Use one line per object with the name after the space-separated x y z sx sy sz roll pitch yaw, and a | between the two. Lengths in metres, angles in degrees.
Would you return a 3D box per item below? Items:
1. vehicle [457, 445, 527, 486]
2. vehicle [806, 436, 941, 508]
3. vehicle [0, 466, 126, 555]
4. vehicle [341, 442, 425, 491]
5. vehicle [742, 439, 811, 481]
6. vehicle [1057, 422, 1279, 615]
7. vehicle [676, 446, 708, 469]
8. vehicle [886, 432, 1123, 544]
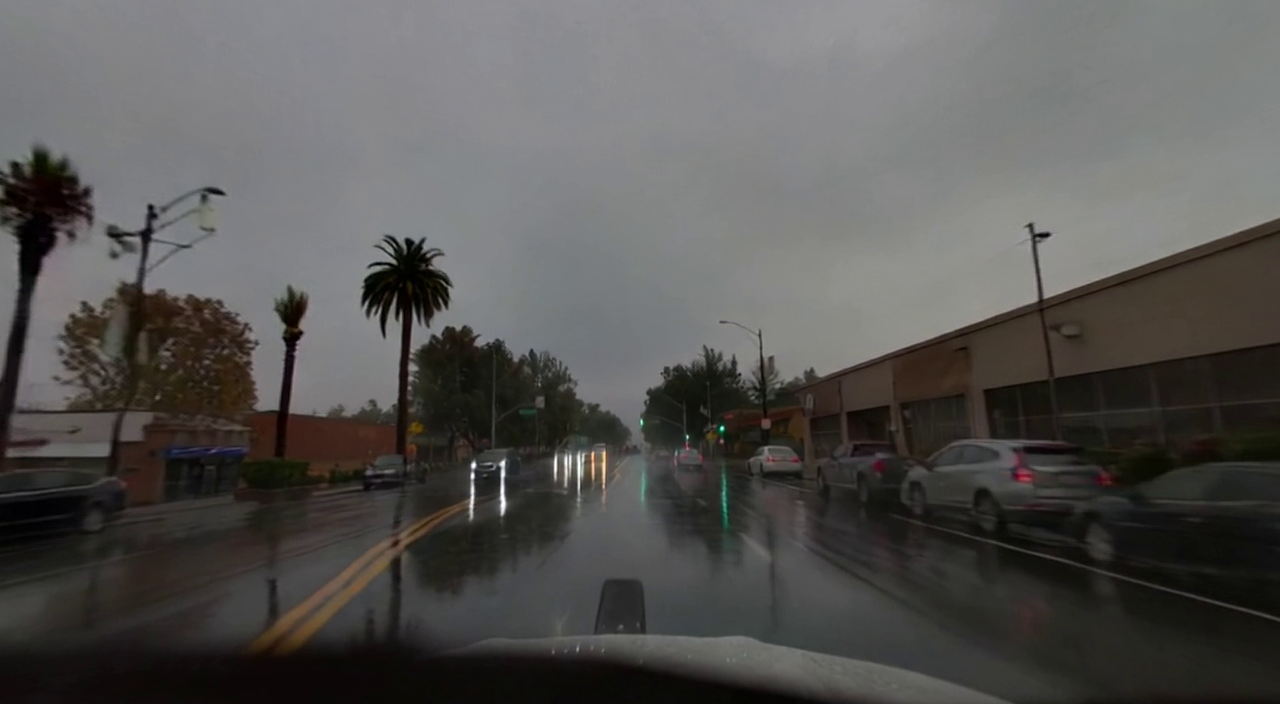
-6.033 4.651 26.208 2.010 1.538 3.871 0 -8 -1 | vehicle
6.492 3.352 18.253 1.966 1.790 4.646 0 -8 -2 | vehicle
-12.592 3.024 12.081 1.838 1.515 4.432 0 -8 -1 | vehicle
-12.479 5.712 31.070 2.217 1.976 4.738 -1 -15 -2 | vehicle
6.606 5.266 31.254 2.128 1.887 5.602 0 -8 0 | vehicle
6.605 1.579 6.300 1.861 1.695 4.283 0 -8 -1 | vehicle
3.487 7.112 42.846 1.896 1.501 3.625 0 -8 1 | vehicle
6.608 2.465 12.213 1.846 1.739 4.525 0 -8 0 | vehicle
